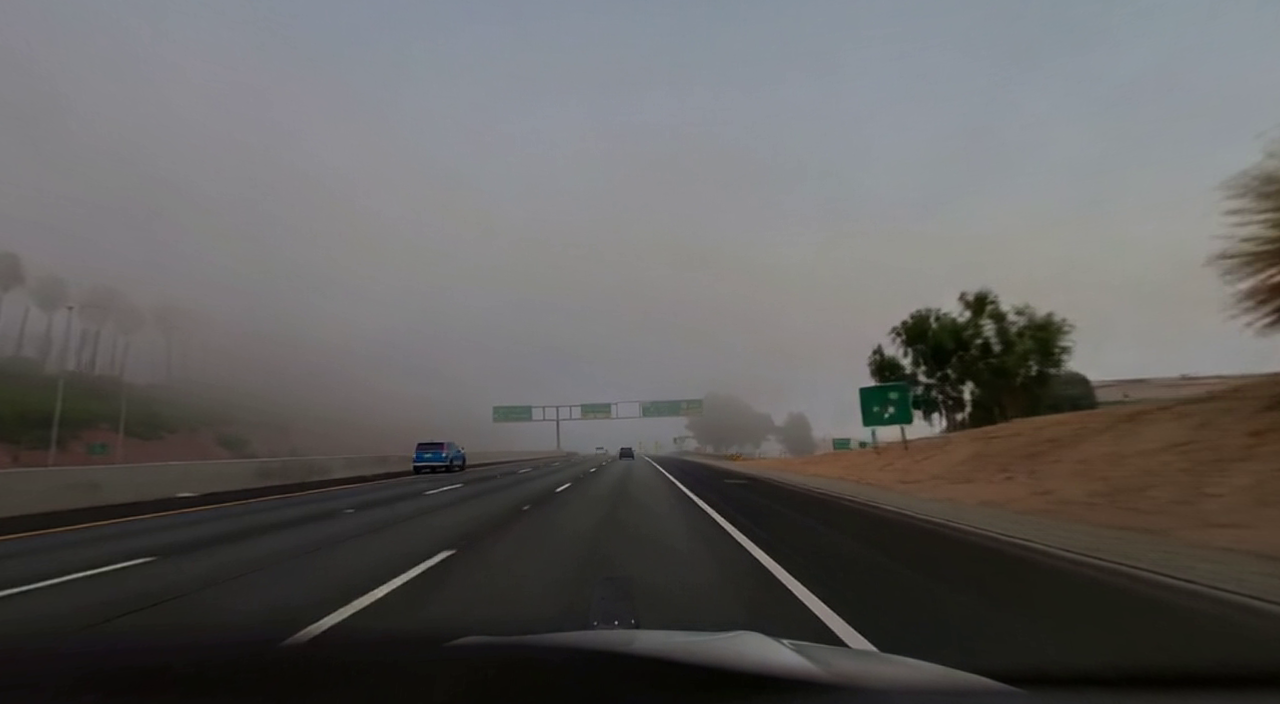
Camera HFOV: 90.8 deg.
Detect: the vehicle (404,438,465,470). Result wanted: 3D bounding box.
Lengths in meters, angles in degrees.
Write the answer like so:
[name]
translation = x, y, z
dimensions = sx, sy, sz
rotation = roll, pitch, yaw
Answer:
[vehicle]
translation = -11.810, 5.881, 36.627
dimensions = 2.016, 1.754, 4.543
rotation = 0, -8, 0
